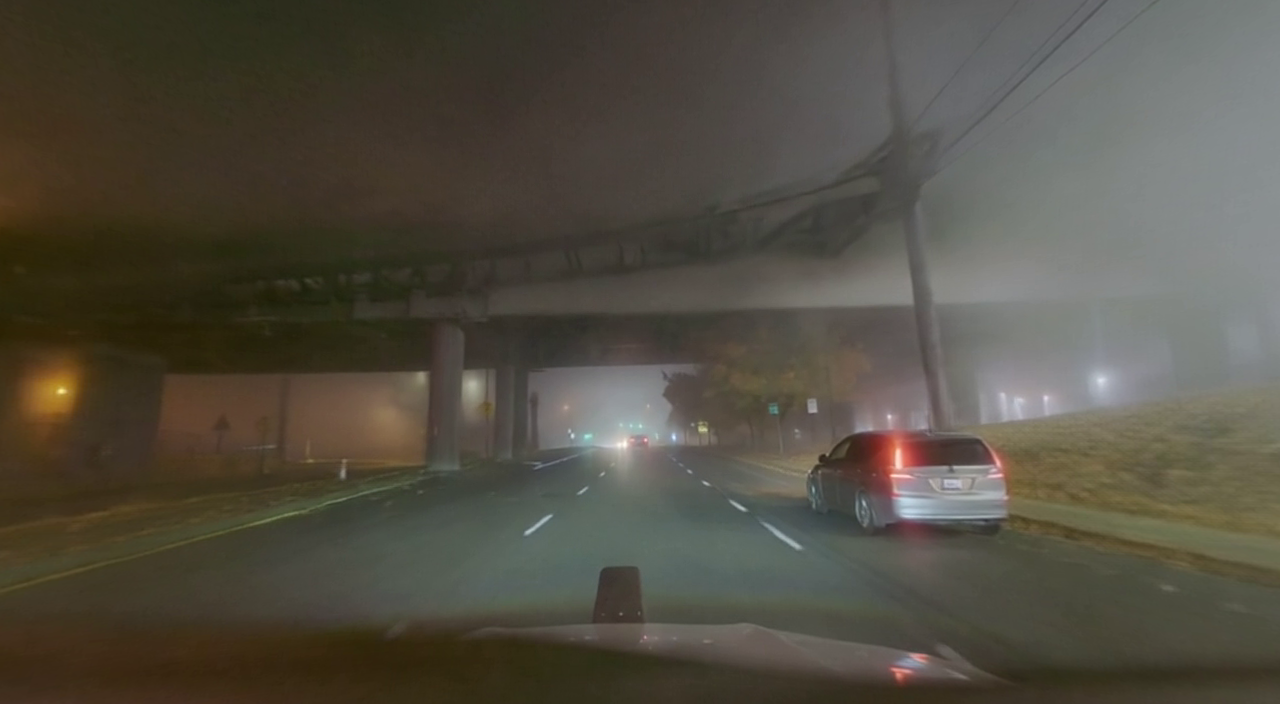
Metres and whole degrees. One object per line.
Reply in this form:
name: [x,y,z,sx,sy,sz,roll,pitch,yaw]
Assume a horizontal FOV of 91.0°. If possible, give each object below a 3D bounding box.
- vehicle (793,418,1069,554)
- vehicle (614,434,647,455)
vehicle: [3.917,1.887,9.560,2.063,1.542,4.420,0,-9,0]
vehicle: [-0.738,6.875,46.711,2.055,1.484,4.143,1,-9,-6]
